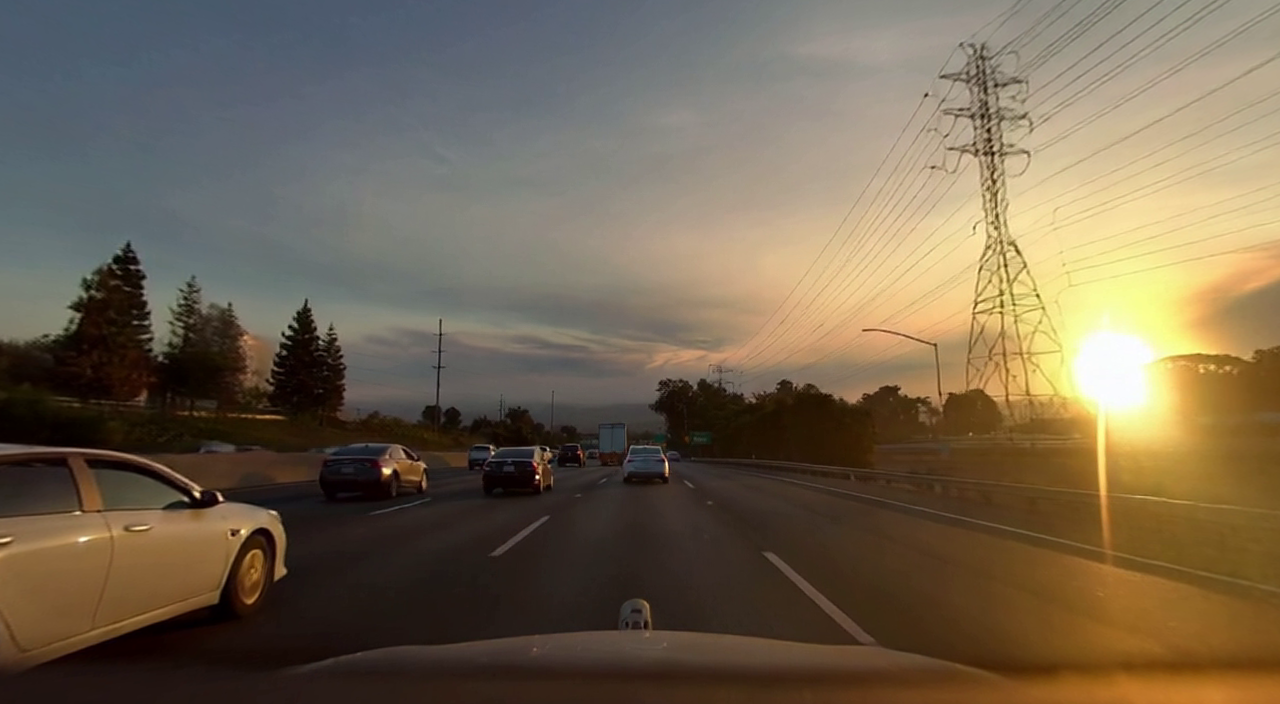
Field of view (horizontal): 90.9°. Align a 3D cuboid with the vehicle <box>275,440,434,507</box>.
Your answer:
[{"bbox_3d":[-7.049,3.024,16.177,1.867,1.445,4.499,0,-9,2],"label":"vehicle"}]

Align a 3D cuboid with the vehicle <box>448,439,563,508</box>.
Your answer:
[{"bbox_3d":[-3.179,2.962,15.816,1.912,1.464,4.115,0,-9,1],"label":"vehicle"}]

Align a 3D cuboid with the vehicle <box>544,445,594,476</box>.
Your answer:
[{"bbox_3d":[-3.420,5.286,30.972,2.013,1.437,3.801,0,-9,0],"label":"vehicle"}]

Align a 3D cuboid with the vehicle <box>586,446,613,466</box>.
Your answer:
[{"bbox_3d":[-3.078,8.013,48.860,1.840,1.439,3.687,0,-9,0],"label":"vehicle"}]

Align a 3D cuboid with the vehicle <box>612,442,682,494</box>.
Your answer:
[{"bbox_3d":[0.193,3.688,20.429,2.018,1.470,4.491,0,-9,0],"label":"vehicle"}]

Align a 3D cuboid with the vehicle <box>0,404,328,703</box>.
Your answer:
[{"bbox_3d":[-3.635,1.049,3.132,1.883,1.500,4.373,0,-9,1],"label":"vehicle"}]
